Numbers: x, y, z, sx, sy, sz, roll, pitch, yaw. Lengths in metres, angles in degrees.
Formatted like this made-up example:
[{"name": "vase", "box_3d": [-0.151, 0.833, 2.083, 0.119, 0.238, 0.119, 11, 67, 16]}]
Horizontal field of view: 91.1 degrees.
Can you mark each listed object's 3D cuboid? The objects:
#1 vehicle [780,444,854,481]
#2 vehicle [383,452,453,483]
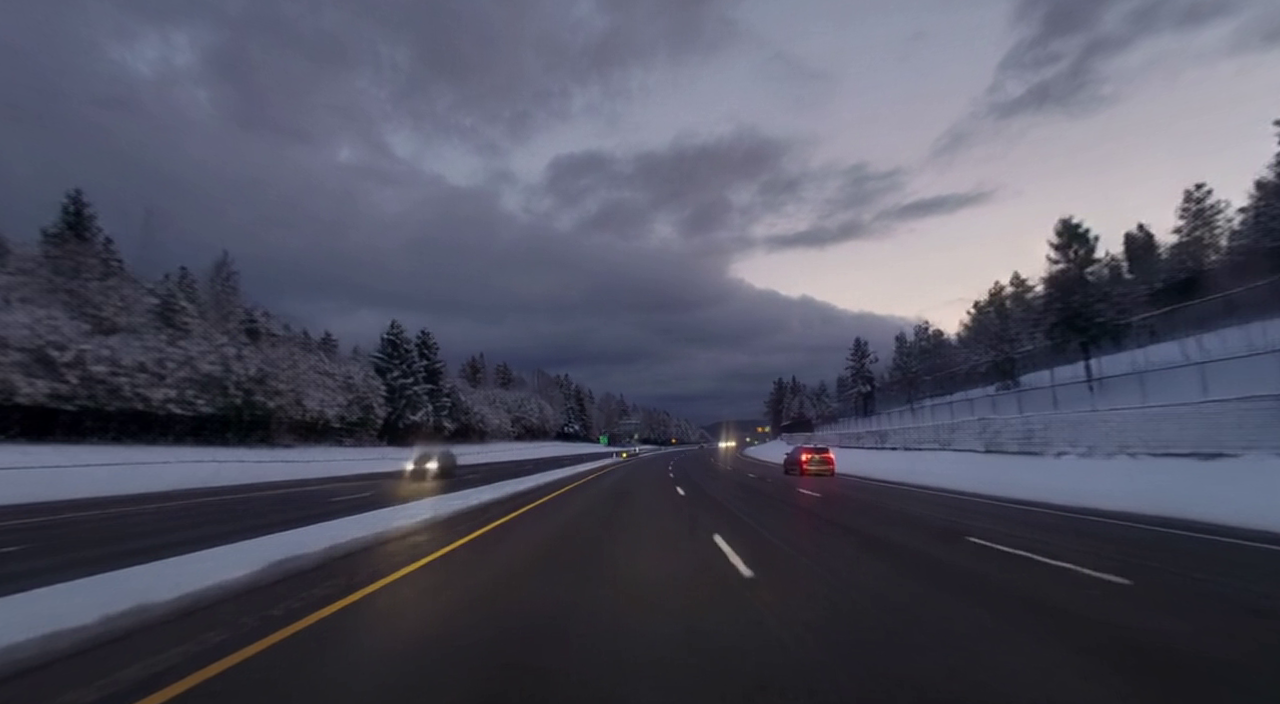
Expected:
[{"name": "vehicle", "box_3d": [7.896, 4.966, 28.489, 1.983, 1.486, 4.545, 0, -9, 0]}, {"name": "vehicle", "box_3d": [-12.261, 6.390, 35.085, 2.061, 1.520, 4.669, -1, -9, 2]}]
